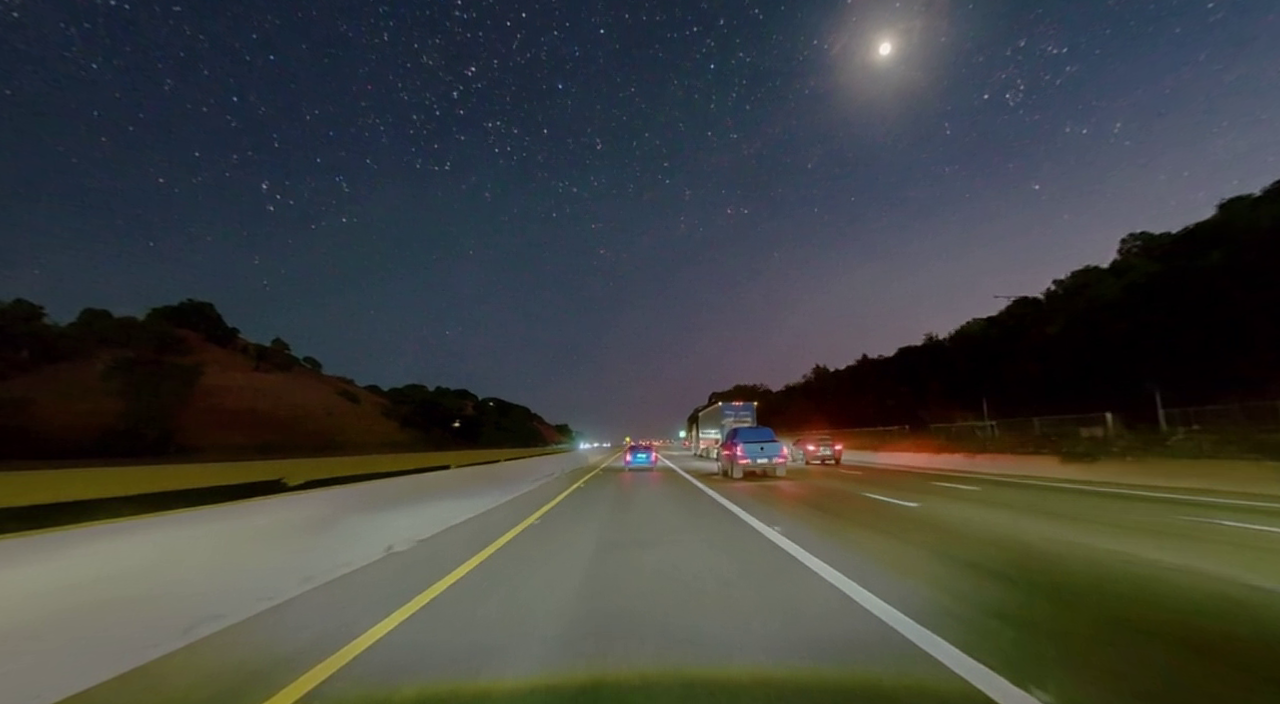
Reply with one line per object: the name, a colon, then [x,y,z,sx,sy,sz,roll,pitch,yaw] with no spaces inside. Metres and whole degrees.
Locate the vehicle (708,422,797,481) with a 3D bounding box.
vehicle: [3.718,3.426,21.828,2.098,1.794,4.561,0,-9,-2]

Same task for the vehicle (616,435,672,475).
vehicle: [0.136,4.134,25.607,2.083,1.477,3.965,0,-9,0]
